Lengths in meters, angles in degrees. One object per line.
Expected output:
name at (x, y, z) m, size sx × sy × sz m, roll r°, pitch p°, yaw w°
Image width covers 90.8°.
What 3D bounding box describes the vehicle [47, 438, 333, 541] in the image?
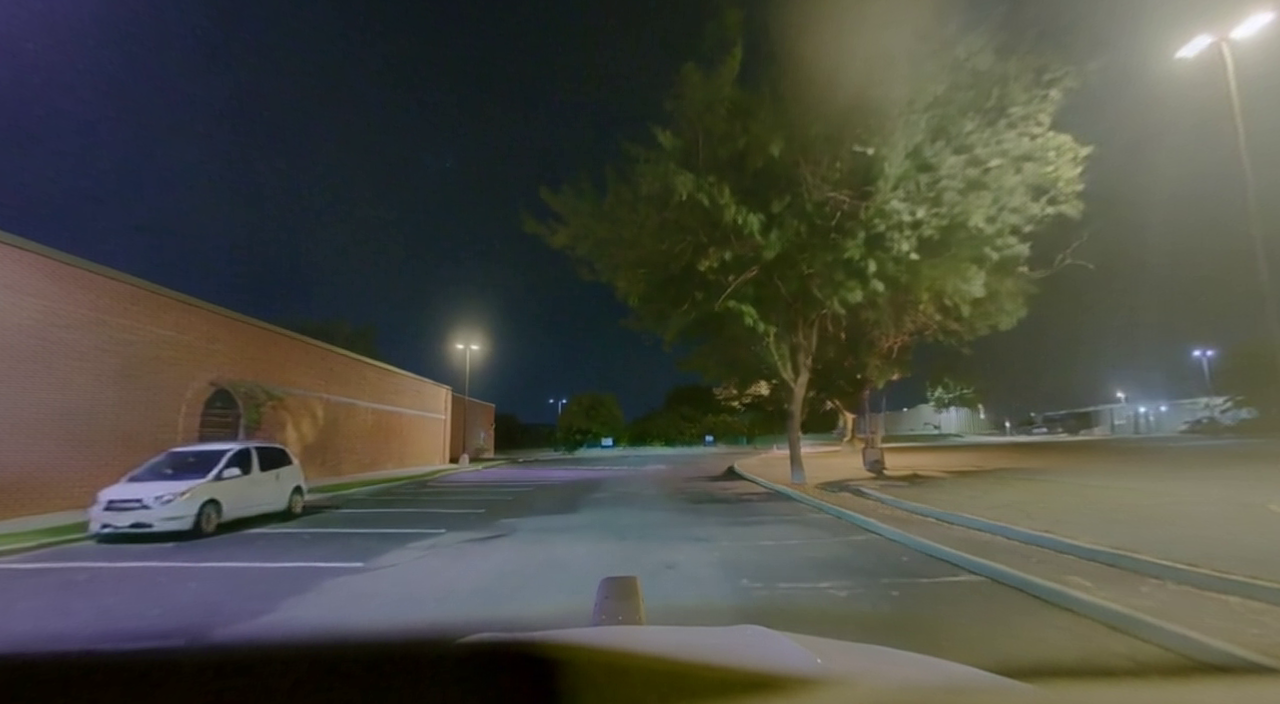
vehicle at (-8.896, 2.699, 13.299) m, size 2.360 × 1.741 × 4.912 m, roll 0°, pitch -8°, yaw 1°
